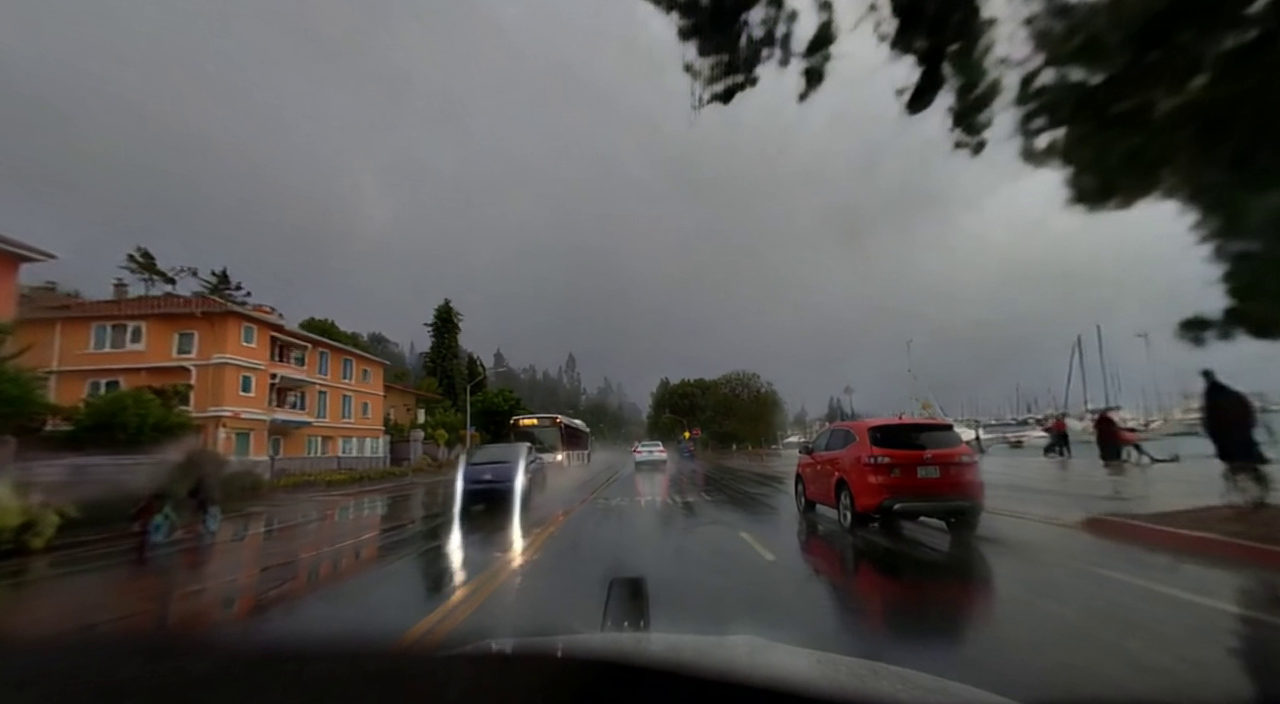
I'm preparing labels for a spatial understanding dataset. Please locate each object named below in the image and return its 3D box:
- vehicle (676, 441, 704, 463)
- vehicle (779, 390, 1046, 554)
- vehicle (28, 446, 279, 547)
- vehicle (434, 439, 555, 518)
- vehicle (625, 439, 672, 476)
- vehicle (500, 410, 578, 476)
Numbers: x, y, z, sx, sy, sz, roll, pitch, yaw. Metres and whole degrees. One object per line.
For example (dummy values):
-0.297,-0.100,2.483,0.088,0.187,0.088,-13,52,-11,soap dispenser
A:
3.895,7.873,49.908,1.876,1.626,3.851,-1,-8,-1,vehicle
3.557,1.667,9.361,2.000,1.809,4.405,-1,-8,1,vehicle
-10.784,3.150,14.604,2.107,1.868,4.690,-1,-8,-1,vehicle
-3.284,2.907,15.116,1.893,1.583,4.107,-1,-8,1,vehicle
0.359,5.102,30.798,2.132,1.632,3.838,-1,-8,-1,vehicle
-5.972,5.638,39.135,3.102,3.524,9.830,-1,-8,1,vehicle
